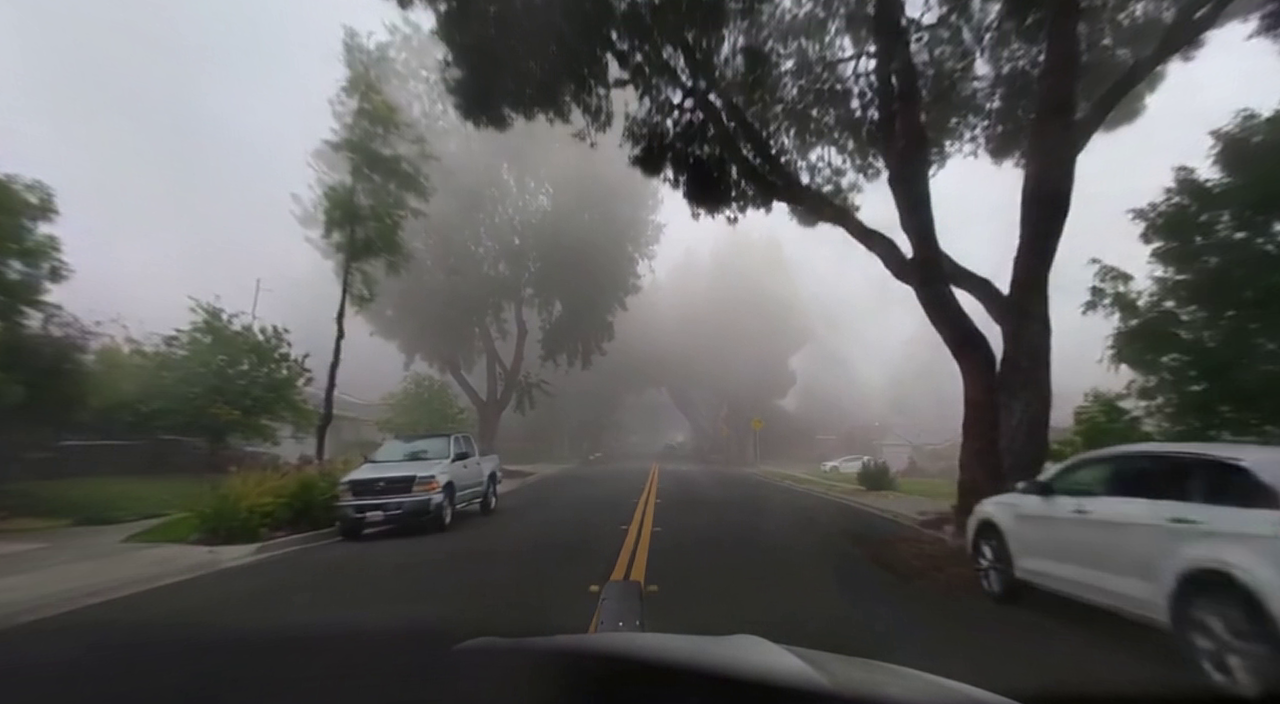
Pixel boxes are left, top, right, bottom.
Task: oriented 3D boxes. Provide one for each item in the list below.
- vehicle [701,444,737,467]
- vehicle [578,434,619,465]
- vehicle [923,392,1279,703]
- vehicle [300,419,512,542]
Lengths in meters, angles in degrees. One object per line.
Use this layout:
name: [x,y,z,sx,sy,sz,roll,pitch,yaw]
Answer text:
vehicle: [5.554,7.340,45.123,2.047,1.532,4.350,0,-8,0]
vehicle: [-2.834,6.850,44.320,2.155,1.907,5.100,-4,-9,3]
vehicle: [4.015,1.255,4.407,2.115,1.673,4.236,0,-8,1]
vehicle: [-4.090,2.282,12.060,2.093,1.810,4.555,-2,-8,3]
